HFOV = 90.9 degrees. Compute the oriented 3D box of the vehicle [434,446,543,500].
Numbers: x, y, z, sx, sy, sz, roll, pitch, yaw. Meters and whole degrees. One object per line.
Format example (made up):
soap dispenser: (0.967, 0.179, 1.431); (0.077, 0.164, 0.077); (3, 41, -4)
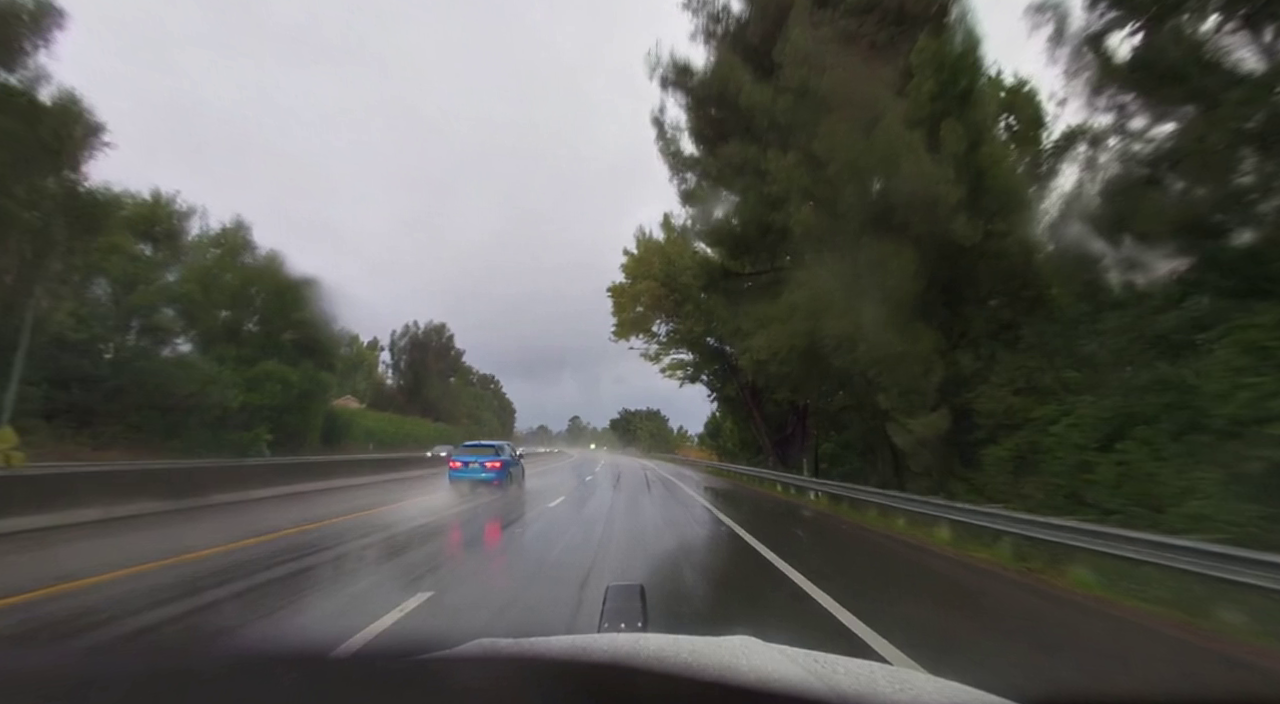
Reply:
vehicle: (-4.354, 3.544, 18.910); (2.126, 1.411, 4.433); (0, -9, 1)
